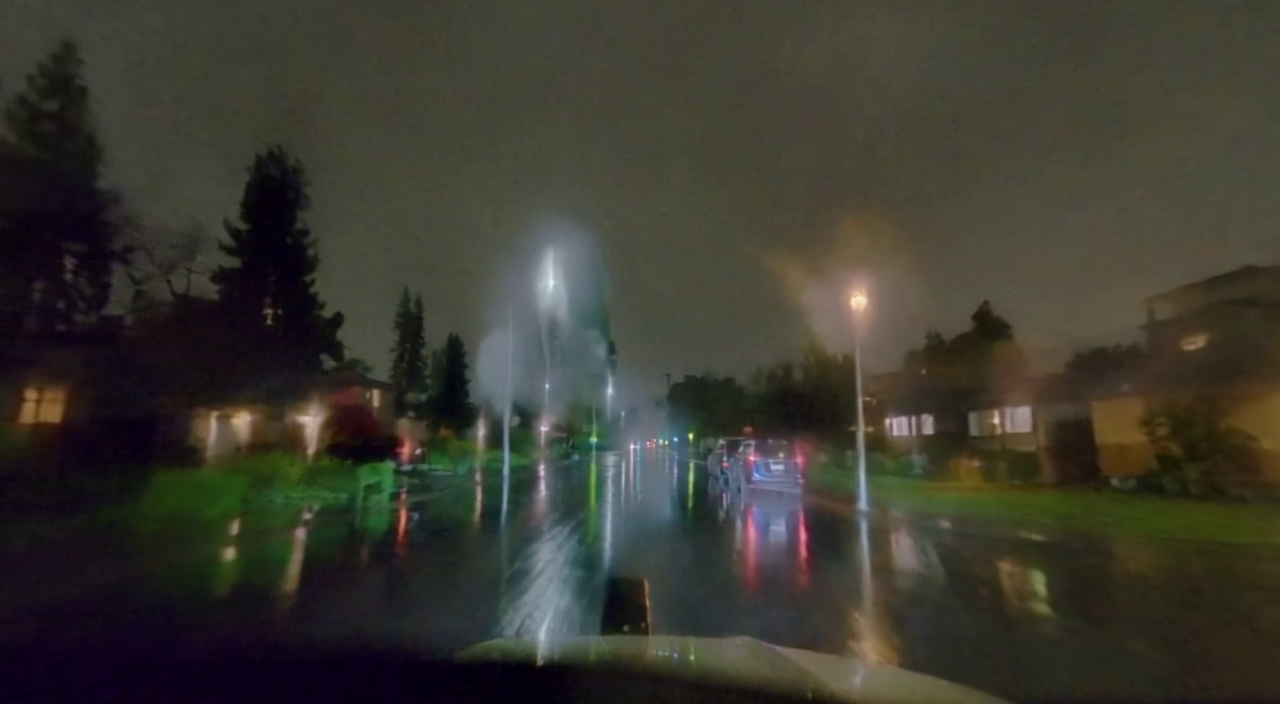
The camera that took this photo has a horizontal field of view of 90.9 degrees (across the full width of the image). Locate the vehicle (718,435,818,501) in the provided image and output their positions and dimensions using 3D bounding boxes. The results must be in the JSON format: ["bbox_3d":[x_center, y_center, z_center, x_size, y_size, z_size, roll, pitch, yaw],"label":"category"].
[{"bbox_3d":[3.753,3.464,19.364,2.046,1.760,4.570,0,-8,-1],"label":"vehicle"}]

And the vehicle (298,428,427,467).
[{"bbox_3d":[-12.592,4.353,28.767,4.906,1.564,1.988,1,-8,6],"label":"vehicle"}]
